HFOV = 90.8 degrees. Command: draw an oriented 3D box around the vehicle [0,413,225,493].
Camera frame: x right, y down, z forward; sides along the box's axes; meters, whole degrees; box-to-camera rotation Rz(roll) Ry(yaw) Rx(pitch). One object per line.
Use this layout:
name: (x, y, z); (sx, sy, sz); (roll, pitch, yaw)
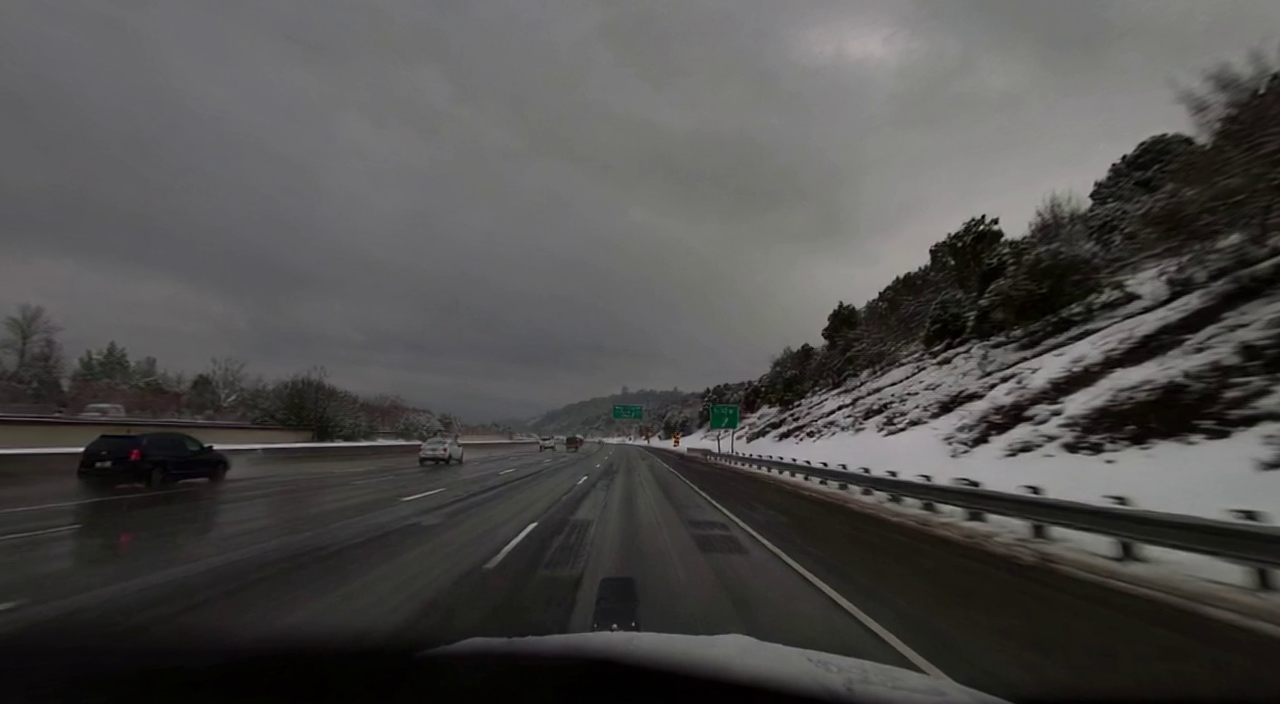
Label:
vehicle: (-15.099, 2.929, 18.489); (2.240, 1.953, 5.452); (0, -9, -1)

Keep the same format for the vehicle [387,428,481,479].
vehicle: (-7.617, 3.819, 23.864); (2.104, 1.715, 4.319); (0, -9, 0)
